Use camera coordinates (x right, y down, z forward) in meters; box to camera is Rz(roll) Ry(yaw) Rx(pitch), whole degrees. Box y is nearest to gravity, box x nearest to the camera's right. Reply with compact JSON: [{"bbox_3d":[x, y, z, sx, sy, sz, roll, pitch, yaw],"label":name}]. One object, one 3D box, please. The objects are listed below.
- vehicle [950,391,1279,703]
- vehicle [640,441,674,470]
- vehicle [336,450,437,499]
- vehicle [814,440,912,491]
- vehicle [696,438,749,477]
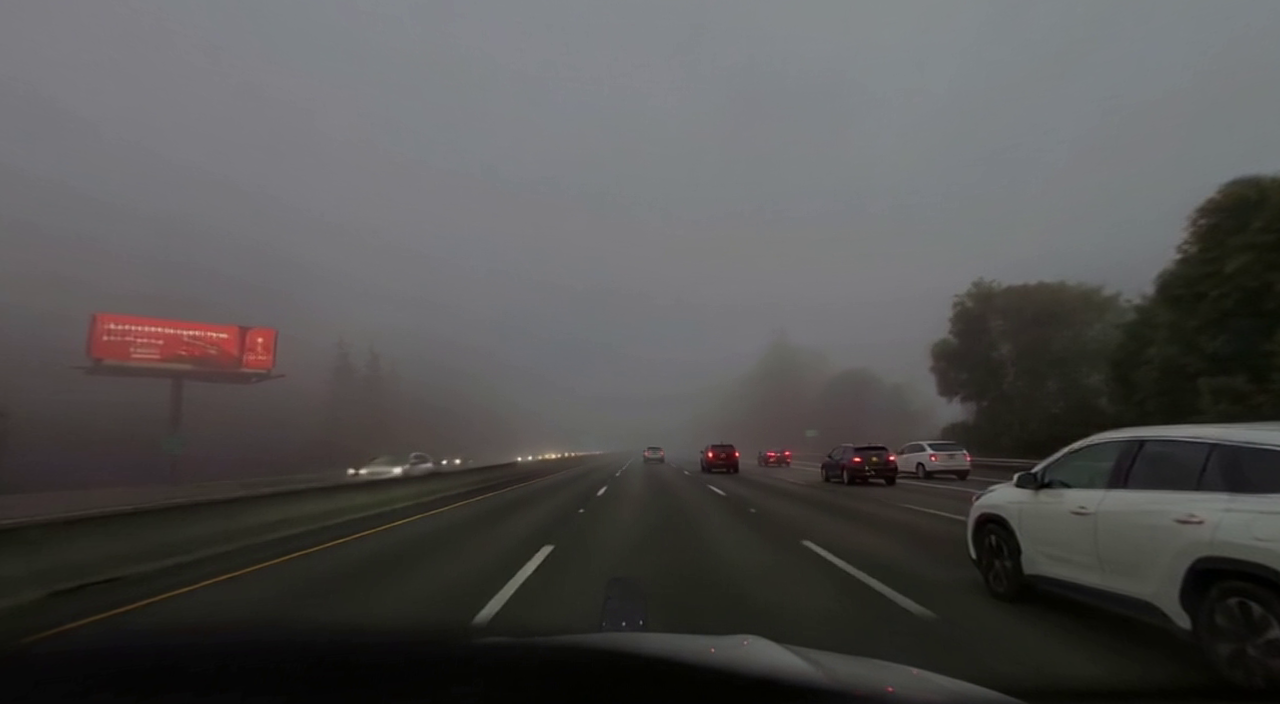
[{"bbox_3d":[3.896,1.091,3.610,1.989,1.609,4.355,0,-8,0],"label":"vehicle"},{"bbox_3d":[1.089,6.885,42.182,2.145,1.832,4.004,0,-8,0],"label":"vehicle"},{"bbox_3d":[-9.495,4.589,24.094,1.912,1.610,4.646,-1,-8,1],"label":"vehicle"},{"bbox_3d":[7.619,3.879,22.030,1.807,1.558,4.352,0,-8,0],"label":"vehicle"},{"bbox_3d":[4.215,5.482,33.047,2.075,1.845,4.667,0,-8,-1],"label":"vehicle"}]
